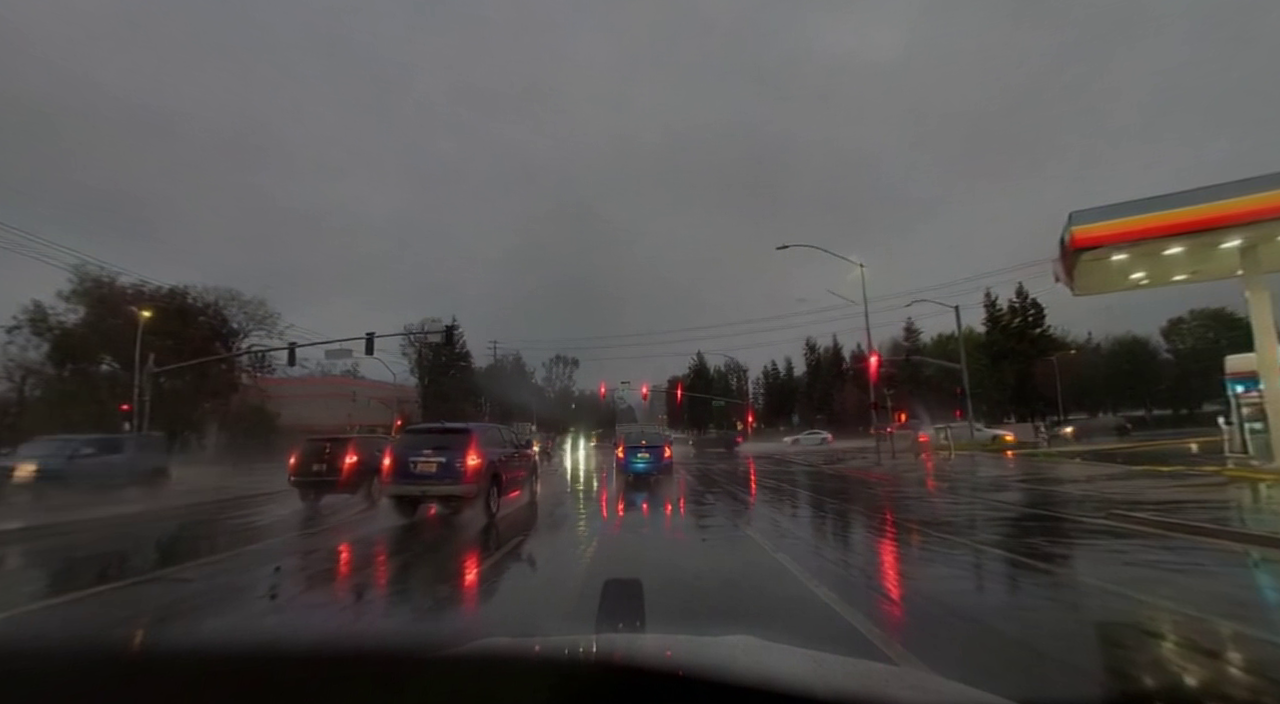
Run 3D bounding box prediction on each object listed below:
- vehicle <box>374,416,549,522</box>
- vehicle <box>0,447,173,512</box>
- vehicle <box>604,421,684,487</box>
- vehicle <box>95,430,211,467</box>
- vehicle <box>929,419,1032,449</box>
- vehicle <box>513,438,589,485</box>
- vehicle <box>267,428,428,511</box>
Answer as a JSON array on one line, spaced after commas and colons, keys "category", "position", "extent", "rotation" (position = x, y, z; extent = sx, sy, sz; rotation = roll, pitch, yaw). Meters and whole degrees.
[{"category": "vehicle", "position": [-3.245, 2.243, 12.555], "extent": [2.096, 1.718, 4.266], "rotation": [0, -9, 2]}, {"category": "vehicle", "position": [-17.424, 3.686, 19.017], "extent": [2.299, 1.616, 5.765], "rotation": [0, -9, 0]}, {"category": "vehicle", "position": [0.126, 3.221, 20.154], "extent": [2.224, 1.819, 5.005], "rotation": [0, -8, 1]}, {"category": "vehicle", "position": [-37.578, 7.462, 48.888], "extent": [6.971, 2.685, 2.340], "rotation": [0, -9, 1]}, {"category": "vehicle", "position": [23.718, 5.775, 44.221], "extent": [5.782, 1.950, 2.225], "rotation": [-1, -9, 8]}, {"category": "vehicle", "position": [-2.881, 3.659, 21.414], "extent": [1.881, 1.424, 4.098], "rotation": [0, -9, 1]}, {"category": "vehicle", "position": [-6.361, 2.578, 14.259], "extent": [1.790, 1.605, 3.696], "rotation": [0, -9, 1]}]
